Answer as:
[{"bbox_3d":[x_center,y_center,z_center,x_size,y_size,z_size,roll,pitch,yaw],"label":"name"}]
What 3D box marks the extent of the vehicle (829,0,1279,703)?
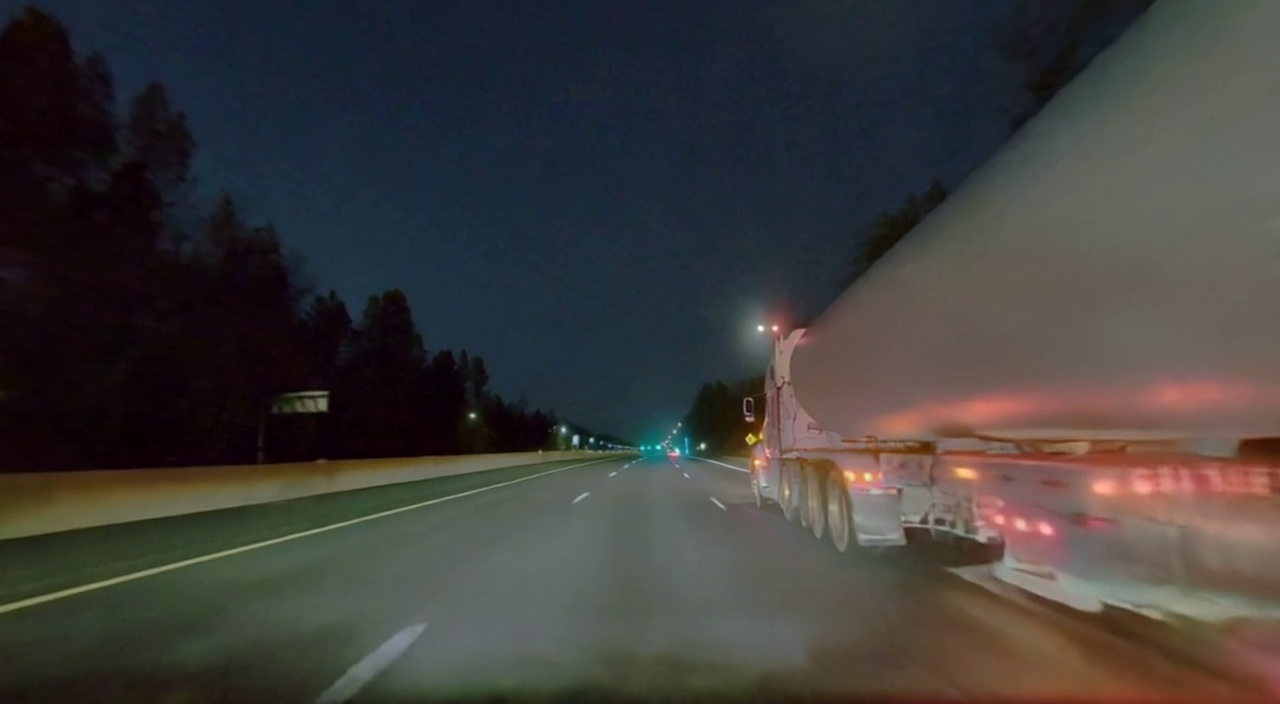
[{"bbox_3d":[4.134,-0.037,1.610,2.880,3.624,14.397,0,-9,0],"label":"vehicle"}]
